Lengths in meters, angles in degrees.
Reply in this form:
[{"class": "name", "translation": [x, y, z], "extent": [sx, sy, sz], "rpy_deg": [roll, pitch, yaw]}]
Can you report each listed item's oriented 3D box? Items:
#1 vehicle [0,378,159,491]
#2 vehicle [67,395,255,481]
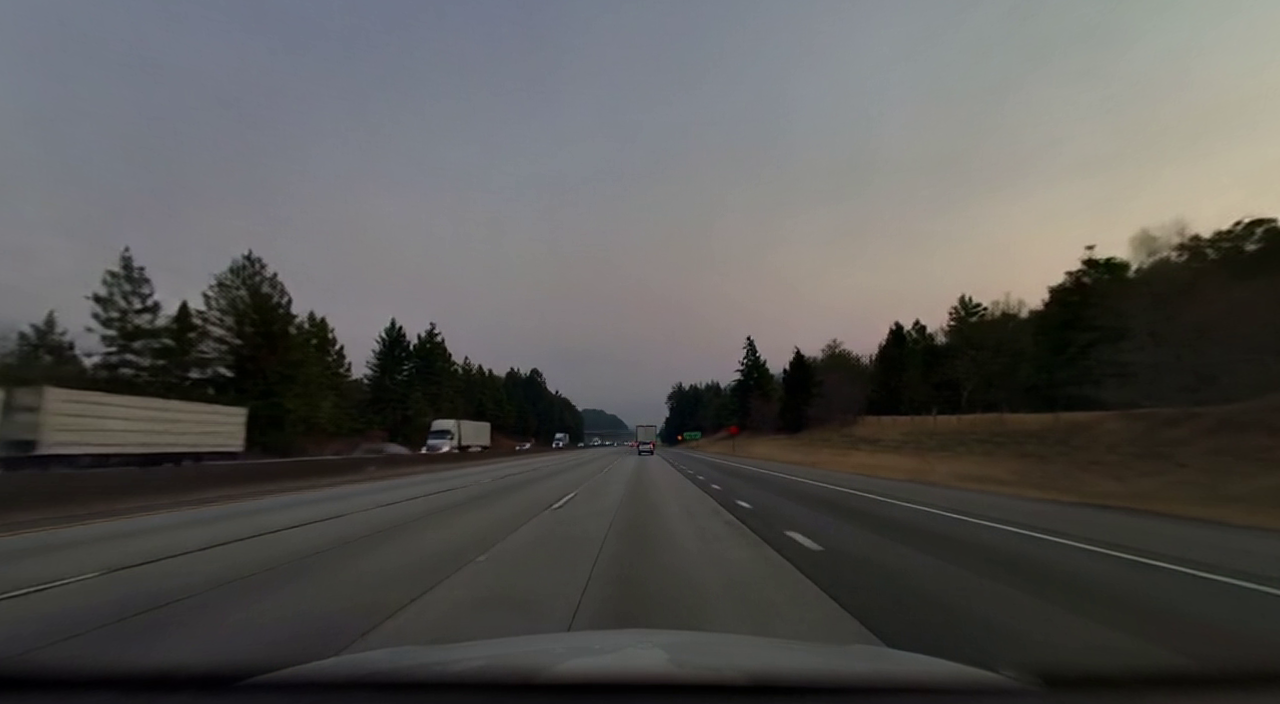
[{"class": "vehicle", "translation": [-22.386, 2.931, 22.143], "extent": [3.019, 3.659, 9.658], "rpy_deg": [0, -8, 1]}, {"class": "vehicle", "translation": [-22.389, 4.136, 30.156], "extent": [2.827, 3.536, 7.540], "rpy_deg": [0, -8, 1]}]
